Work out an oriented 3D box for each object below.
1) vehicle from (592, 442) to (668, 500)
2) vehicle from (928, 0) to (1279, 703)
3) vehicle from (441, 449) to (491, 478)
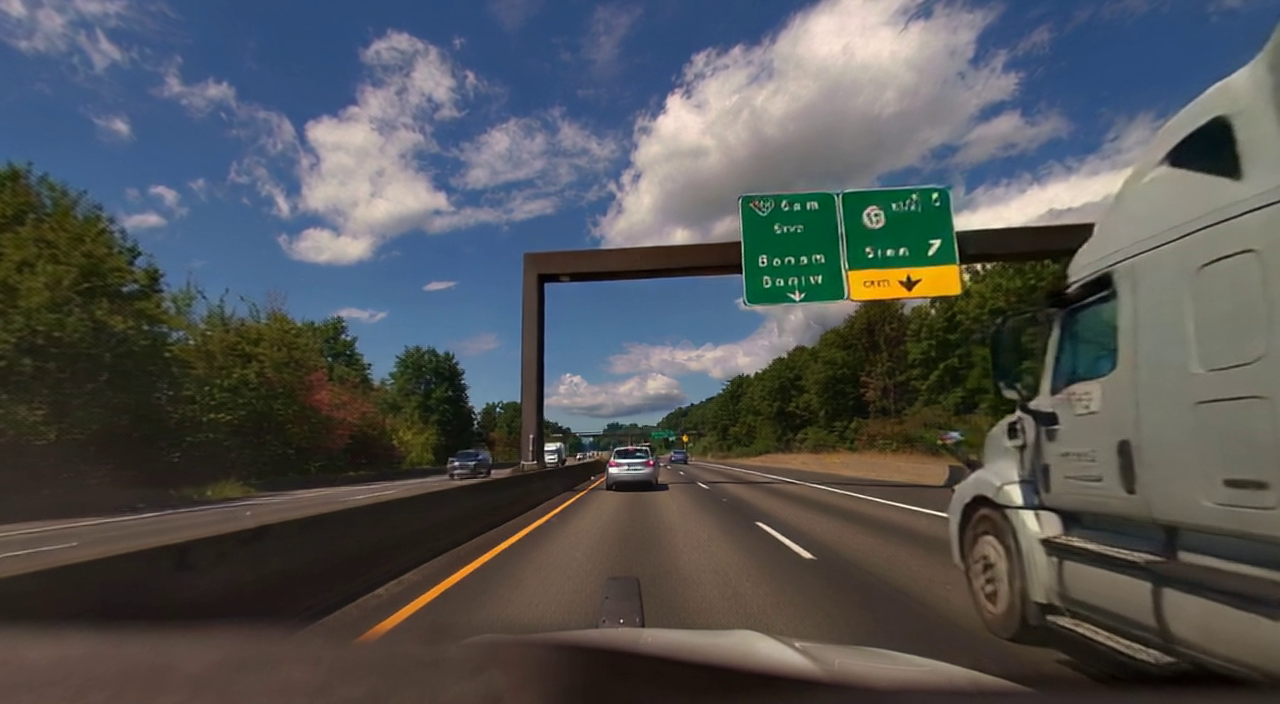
[{"bbox_3d":[-0.285,3.437,18.525,2.003,1.490,3.636,0,-9,0],"label":"vehicle"},{"bbox_3d":[3.884,-0.249,1.880,3.001,3.728,5.947,0,-9,-1],"label":"vehicle"},{"bbox_3d":[-11.823,7.556,43.074,2.063,1.828,4.416,0,-9,1],"label":"vehicle"}]
